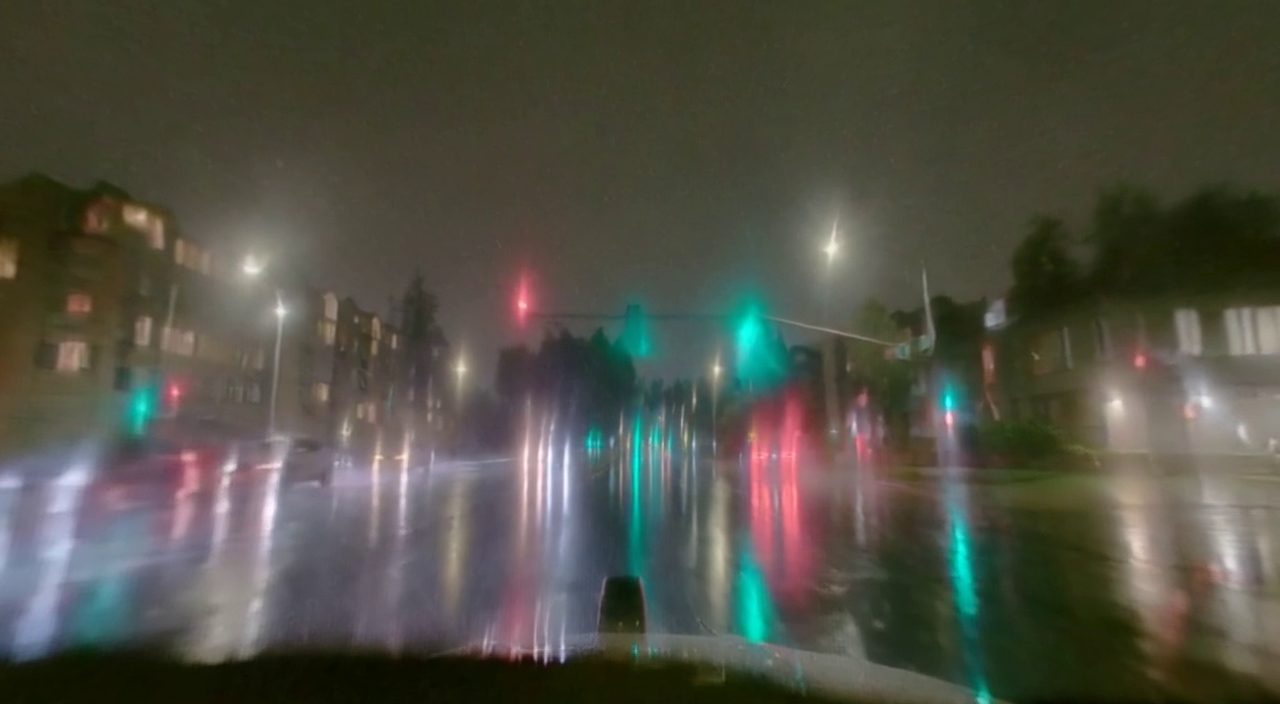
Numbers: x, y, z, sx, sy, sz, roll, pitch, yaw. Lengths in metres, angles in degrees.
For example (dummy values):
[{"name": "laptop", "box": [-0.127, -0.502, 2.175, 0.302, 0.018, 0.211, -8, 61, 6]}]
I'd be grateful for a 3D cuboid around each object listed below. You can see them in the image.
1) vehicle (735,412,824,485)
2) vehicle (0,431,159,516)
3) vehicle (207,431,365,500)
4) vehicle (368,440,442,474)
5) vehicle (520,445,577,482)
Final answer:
[{"name": "vehicle", "box": [6.787, 4.862, 31.876, 2.802, 3.208, 7.459, 1, -9, 0]}, {"name": "vehicle", "box": [-14.183, 2.781, 14.862, 2.046, 1.715, 4.487, 1, -9, 0]}, {"name": "vehicle", "box": [-10.754, 3.482, 19.656, 2.072, 1.841, 4.737, 1, -9, 1]}, {"name": "vehicle", "box": [-14.751, 6.623, 39.982, 2.292, 1.955, 5.882, 1, -9, 1]}, {"name": "vehicle", "box": [-4.179, 5.158, 29.459, 2.003, 1.539, 4.396, -1, -9, 1]}]
